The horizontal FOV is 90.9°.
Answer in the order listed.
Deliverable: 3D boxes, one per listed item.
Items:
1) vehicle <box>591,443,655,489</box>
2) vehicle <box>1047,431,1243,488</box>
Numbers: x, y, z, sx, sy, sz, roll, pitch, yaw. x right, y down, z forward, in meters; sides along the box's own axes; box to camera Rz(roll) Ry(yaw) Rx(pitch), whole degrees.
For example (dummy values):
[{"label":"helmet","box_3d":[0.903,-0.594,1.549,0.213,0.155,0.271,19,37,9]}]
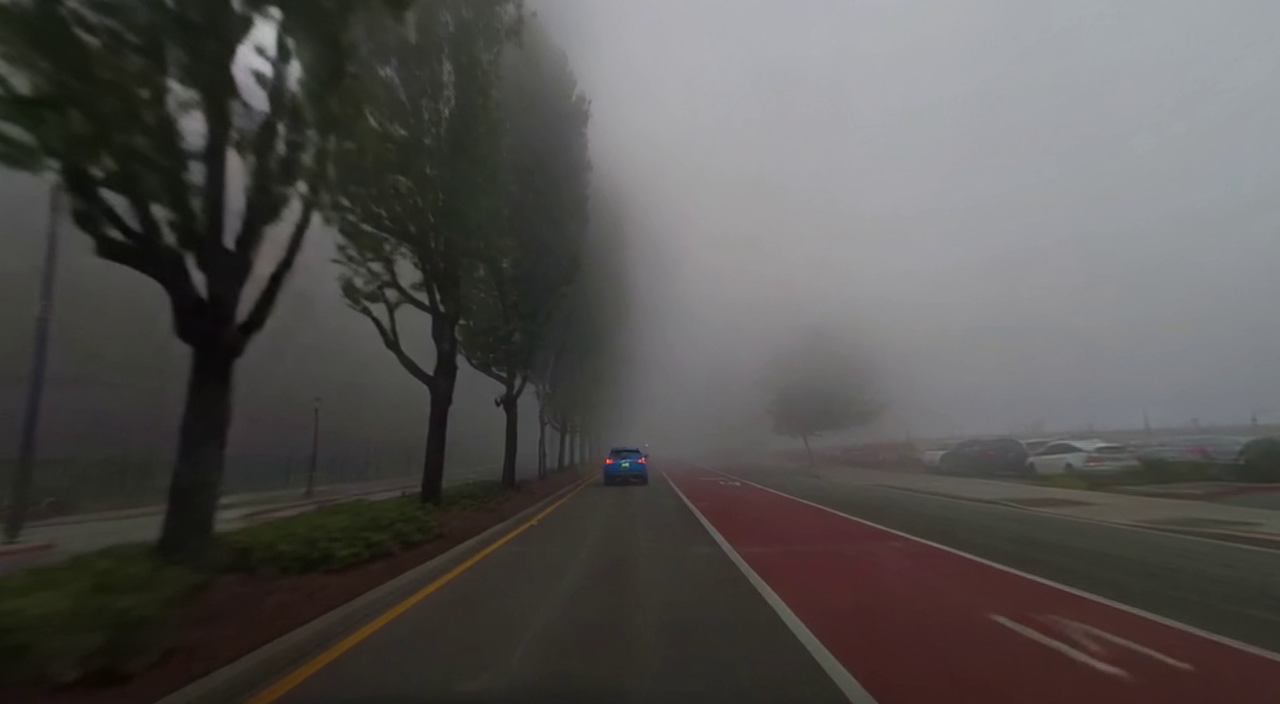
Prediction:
[{"label":"vehicle","box_3d":[-0.600,3.966,22.280,2.063,1.442,4.135,0,-9,-2]},{"label":"vehicle","box_3d":[14.559,3.108,18.379,4.003,1.476,1.884,-2,-8,2]}]
